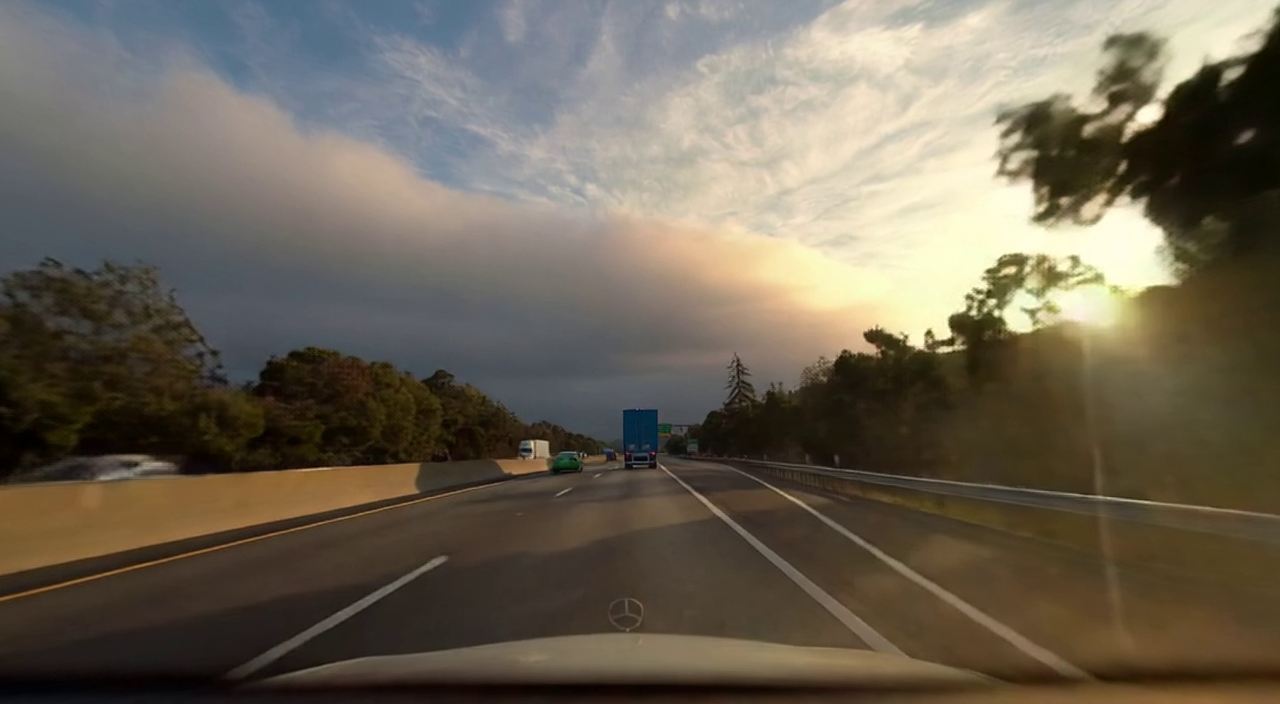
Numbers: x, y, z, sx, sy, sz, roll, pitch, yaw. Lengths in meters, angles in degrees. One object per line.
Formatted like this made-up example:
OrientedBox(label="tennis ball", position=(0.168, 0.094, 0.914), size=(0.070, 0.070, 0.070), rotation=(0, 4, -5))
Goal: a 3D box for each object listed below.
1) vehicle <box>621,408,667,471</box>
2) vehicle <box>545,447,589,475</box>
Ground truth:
OrientedBox(label="vehicle", position=(0.254, 6.291, 44.934), size=(2.899, 3.966, 10.053), rotation=(0, -9, 0))
OrientedBox(label="vehicle", position=(-4.366, 6.590, 38.398), size=(2.051, 1.538, 4.569), rotation=(0, -9, 1))
